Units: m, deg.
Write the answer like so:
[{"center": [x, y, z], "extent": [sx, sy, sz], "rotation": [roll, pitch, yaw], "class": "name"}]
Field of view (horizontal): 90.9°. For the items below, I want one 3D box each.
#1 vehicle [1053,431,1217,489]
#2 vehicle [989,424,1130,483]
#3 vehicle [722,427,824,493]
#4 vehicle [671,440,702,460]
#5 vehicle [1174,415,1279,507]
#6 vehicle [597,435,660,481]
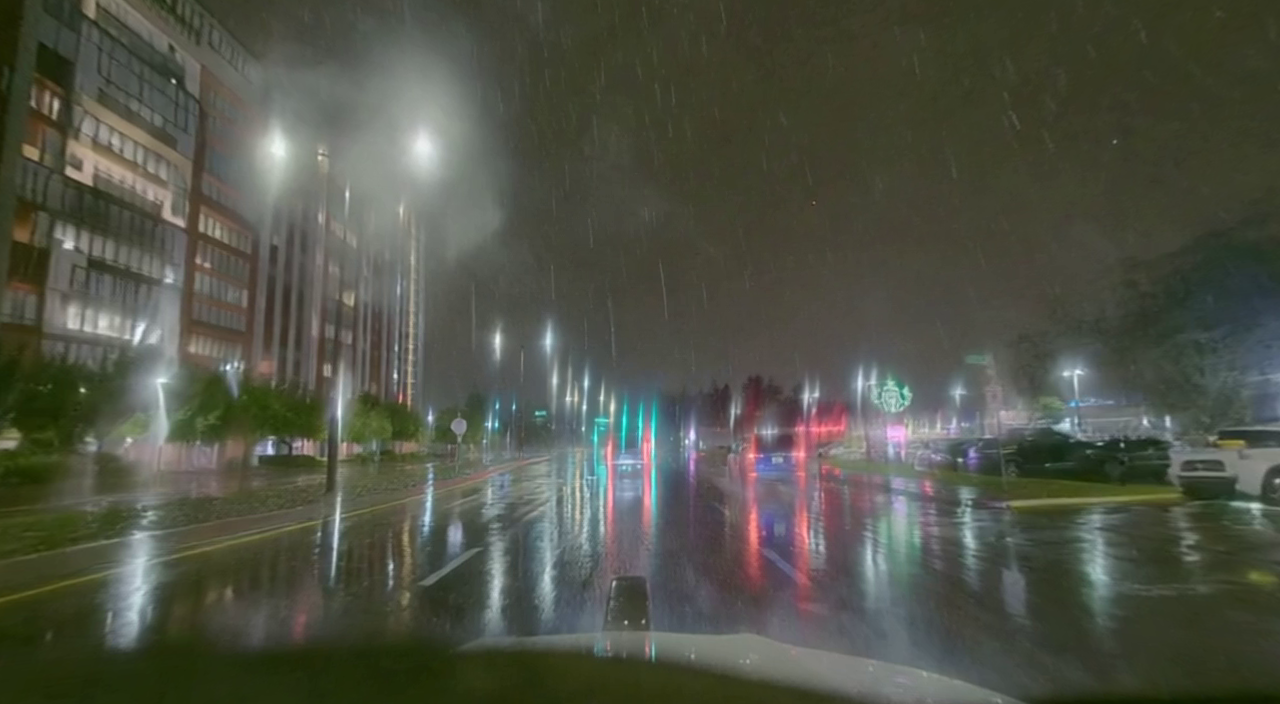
[{"center": [14.114, 3.019, 17.976], "extent": [4.076, 1.478, 2.023], "rotation": [4, -9, -27], "class": "vehicle"}, {"center": [13.921, 3.331, 20.884], "extent": [4.367, 1.748, 2.007], "rotation": [5, -10, -30], "class": "vehicle"}, {"center": [3.747, 3.110, 18.525], "extent": [2.007, 1.683, 4.171], "rotation": [0, -8, -1], "class": "vehicle"}, {"center": [3.559, 7.564, 48.827], "extent": [2.012, 1.462, 4.400], "rotation": [0, -8, 0], "class": "vehicle"}, {"center": [12.747, 2.024, 11.725], "extent": [1.871, 1.691, 4.306], "rotation": [-1, -8, 2], "class": "vehicle"}, {"center": [-0.387, 3.779, 22.681], "extent": [2.059, 1.477, 3.988], "rotation": [0, -8, 0], "class": "vehicle"}]
